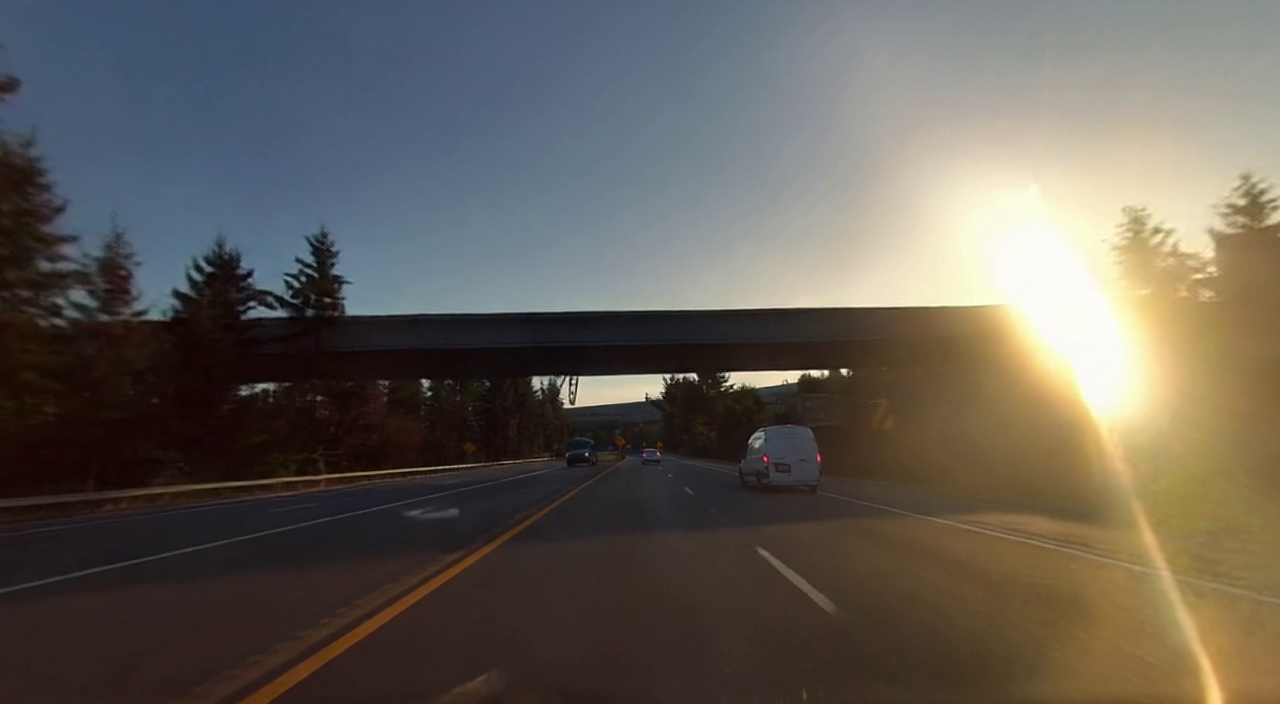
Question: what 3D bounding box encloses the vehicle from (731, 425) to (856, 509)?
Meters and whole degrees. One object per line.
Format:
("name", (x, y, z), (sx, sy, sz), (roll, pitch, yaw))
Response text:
("vehicle", (4.085, 3.192, 17.913), (2.152, 1.998, 5.380), (0, -9, 0))
